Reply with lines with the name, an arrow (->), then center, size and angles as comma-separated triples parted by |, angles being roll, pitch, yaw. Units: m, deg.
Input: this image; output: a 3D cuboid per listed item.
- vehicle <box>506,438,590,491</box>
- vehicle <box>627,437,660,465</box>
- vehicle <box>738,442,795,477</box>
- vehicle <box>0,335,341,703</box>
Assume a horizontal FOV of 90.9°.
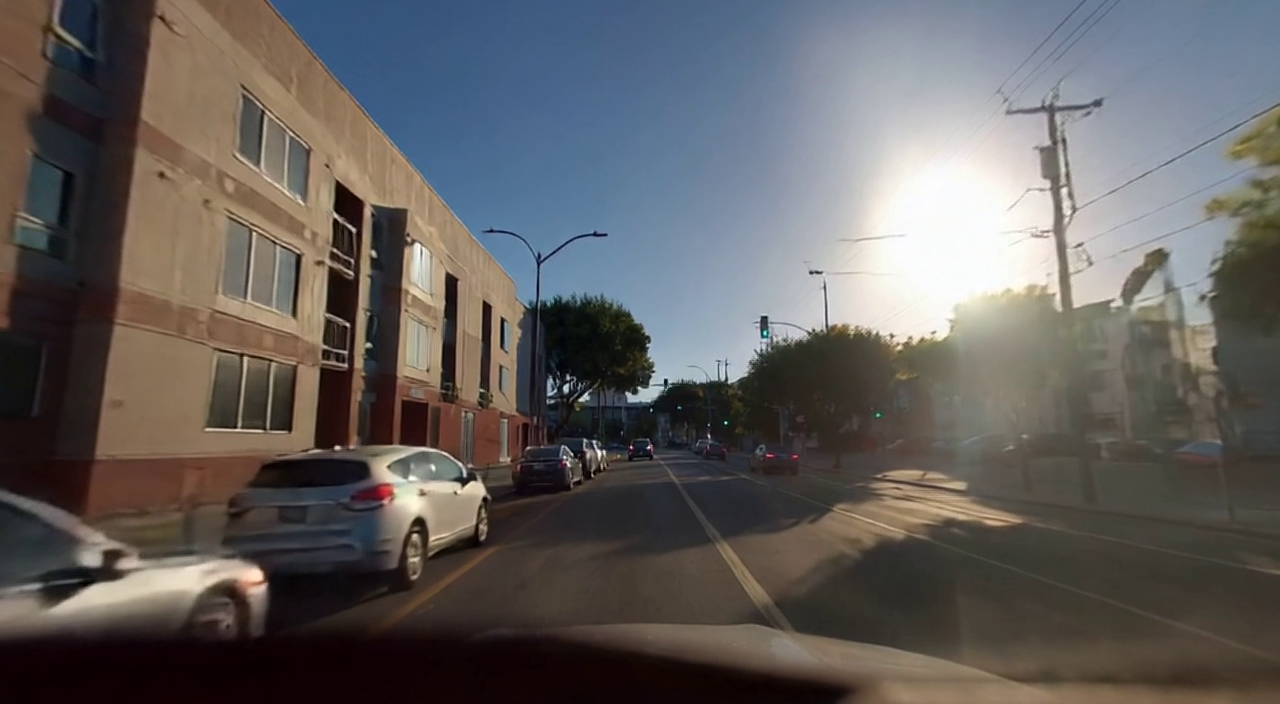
vehicle -> -2.784, 3.528, 20.083 | 1.843, 1.482, 4.310 | -1, -9, 3
vehicle -> 0.252, 6.513, 41.548 | 2.122, 1.689, 3.885 | 0, -9, 1
vehicle -> 5.636, 4.812, 28.446 | 1.799, 1.463, 3.464 | 0, -9, -1
vehicle -> -3.182, 0.773, 1.981 | 2.151, 1.662, 4.496 | 0, -9, 2
